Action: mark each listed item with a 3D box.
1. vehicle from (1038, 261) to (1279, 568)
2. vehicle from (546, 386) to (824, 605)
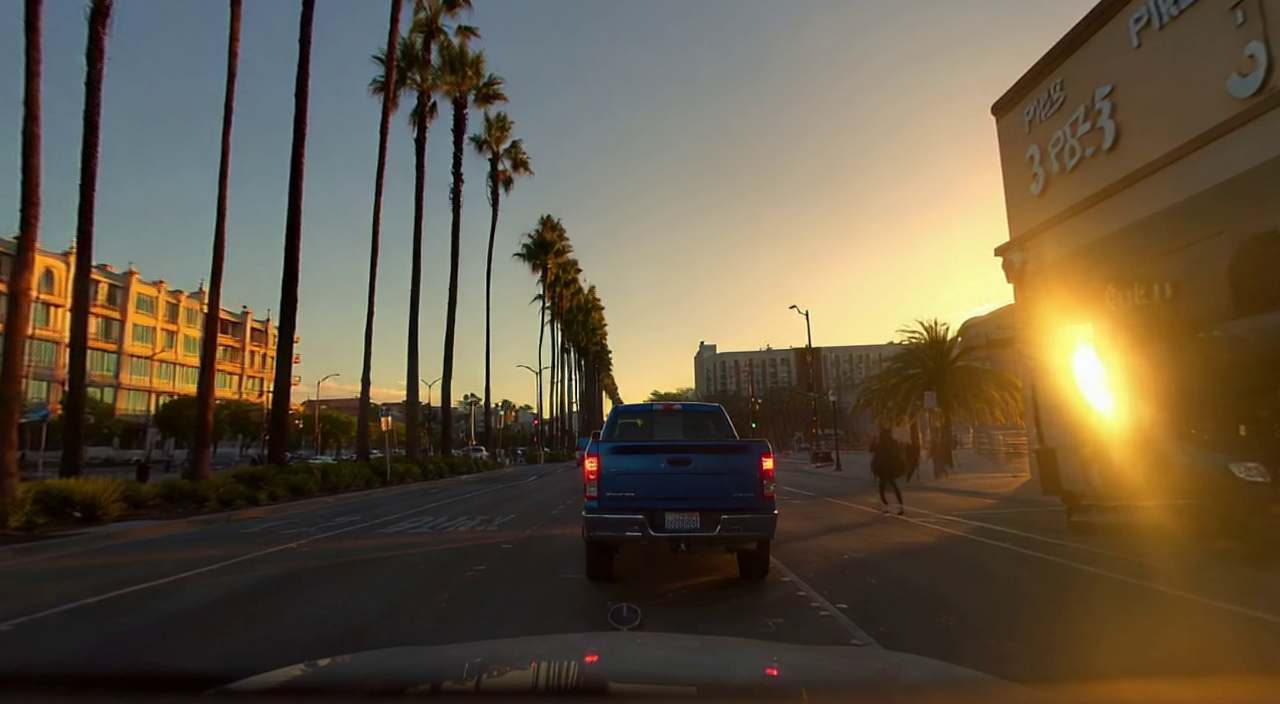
[{"bbox_3d":[7.907,0.880,8.603,2.666,3.345,3.622,-1,-9,7],"label":"vehicle"},{"bbox_3d":[0.404,1.591,7.981,2.311,1.819,5.255,0,-8,1],"label":"vehicle"}]
